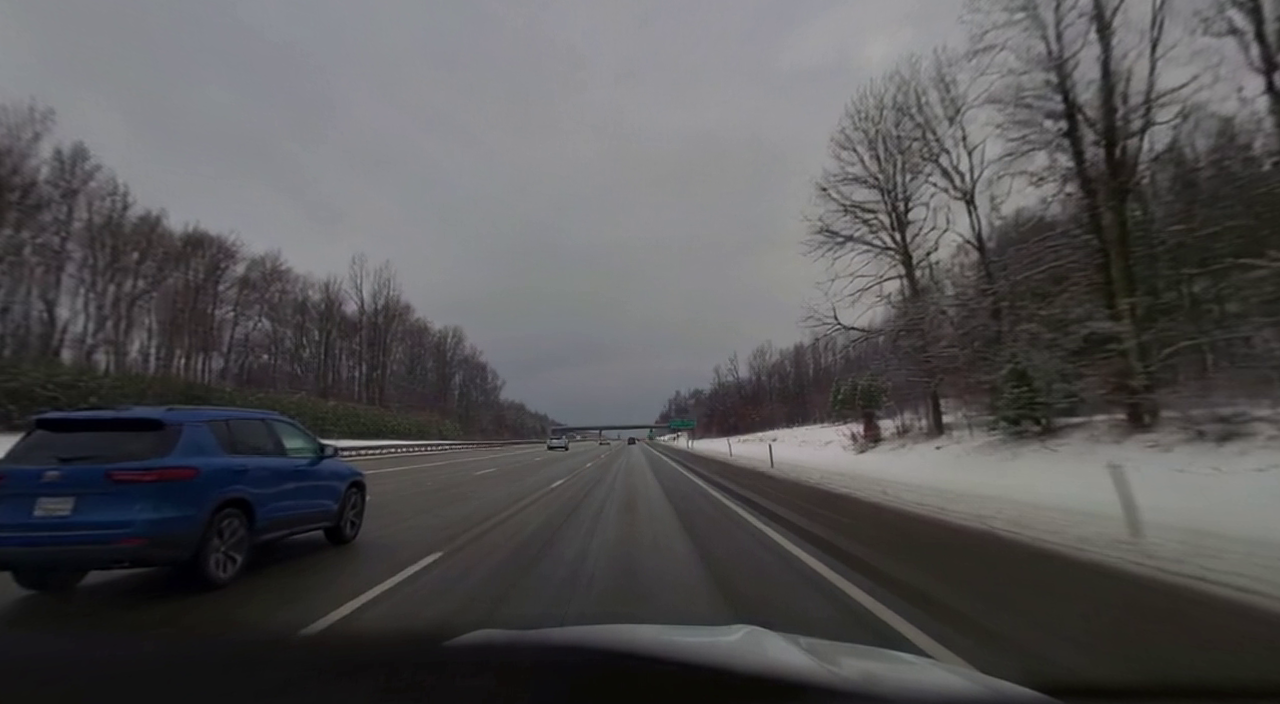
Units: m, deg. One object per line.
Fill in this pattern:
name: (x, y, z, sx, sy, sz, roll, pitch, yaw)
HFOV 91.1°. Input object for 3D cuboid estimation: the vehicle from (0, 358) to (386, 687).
vehicle: (-4.232, 1.166, 5.526, 2.057, 1.666, 4.552, 0, -8, 0)
